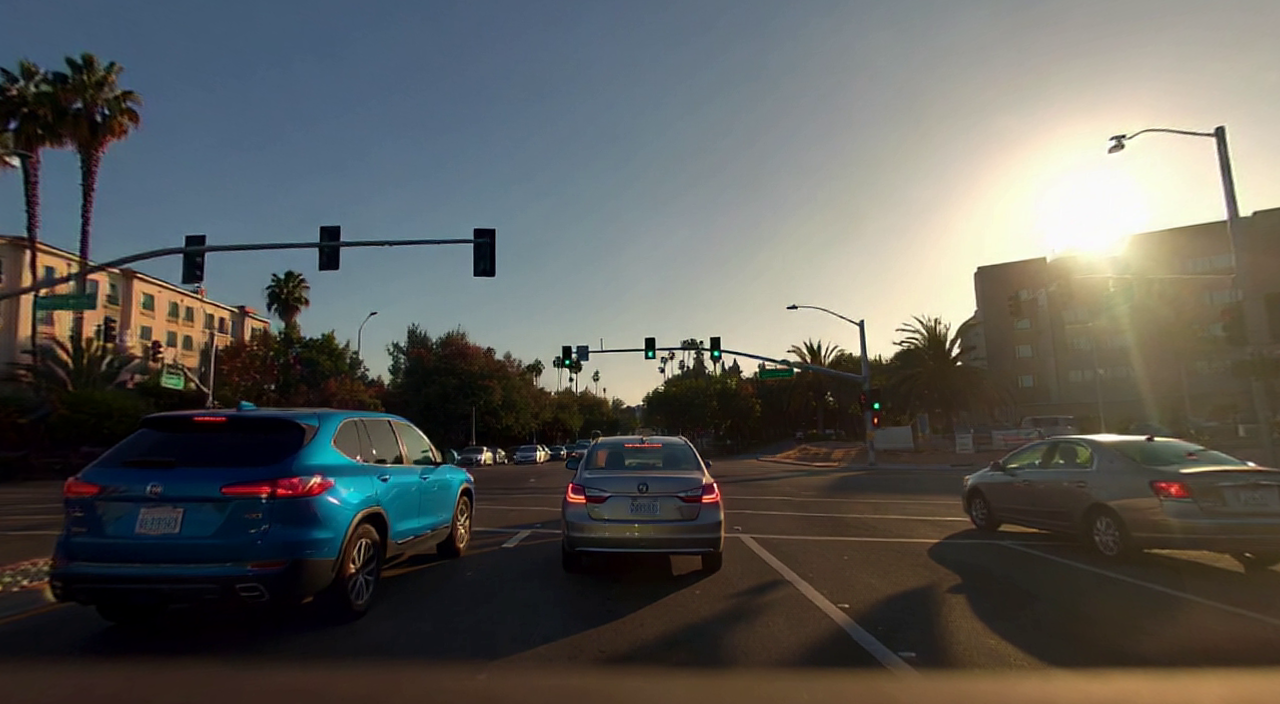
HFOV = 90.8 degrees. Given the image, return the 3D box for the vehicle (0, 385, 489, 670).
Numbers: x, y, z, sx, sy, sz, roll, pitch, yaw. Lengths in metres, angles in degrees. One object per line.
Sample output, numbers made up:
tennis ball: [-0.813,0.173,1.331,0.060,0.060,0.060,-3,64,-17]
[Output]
vehicle: [-3.106,1.370,6.079,2.051,1.682,4.467,0,-8,2]

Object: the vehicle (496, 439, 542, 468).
vehicle: [-7.951,6.708,42.020,2.130,1.810,4.450,-2,-8,1]

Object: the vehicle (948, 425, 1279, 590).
vehicle: [6.084,1.763,8.106,1.970,1.489,4.482,0,-8,-1]

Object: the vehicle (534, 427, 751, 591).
vehicle: [-0.006,1.707,7.725,1.942,1.445,3.973,0,-8,-1]
